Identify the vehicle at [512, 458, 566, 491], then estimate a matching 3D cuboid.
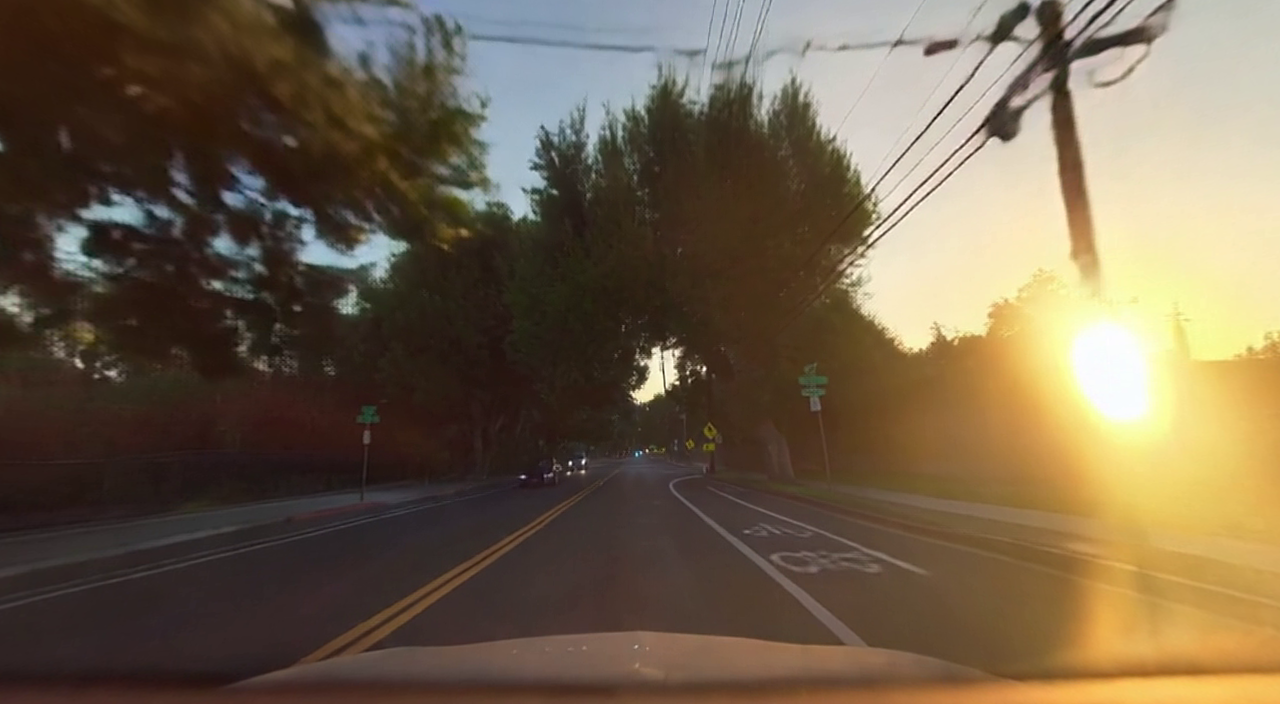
[{"bbox_3d":[-4.850,5.939,30.839,1.966,1.468,4.207,0,-10,0],"label":"vehicle"}]
